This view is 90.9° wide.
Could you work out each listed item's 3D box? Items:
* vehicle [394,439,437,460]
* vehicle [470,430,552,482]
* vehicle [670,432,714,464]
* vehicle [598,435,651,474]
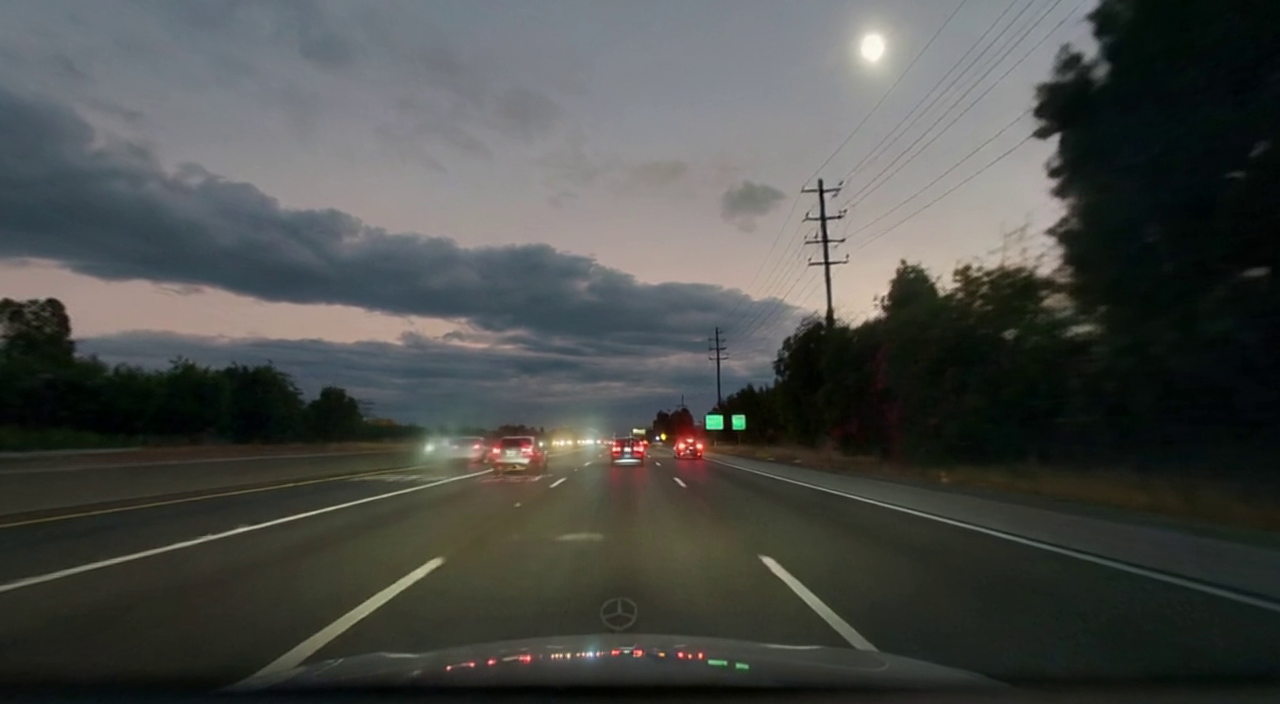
[{"bbox_3d":[-16.739,7.271,47.218,1.758,1.403,3.972,0,-8,-1],"label":"vehicle"},{"bbox_3d":[-4.335,3.543,21.910,1.901,1.601,4.610,0,-8,0],"label":"vehicle"},{"bbox_3d":[2.907,5.430,35.928,1.950,1.695,4.446,0,-8,-2],"label":"vehicle"},{"bbox_3d":[-0.633,4.229,26.382,2.086,1.488,3.440,0,-8,-1],"label":"vehicle"}]
